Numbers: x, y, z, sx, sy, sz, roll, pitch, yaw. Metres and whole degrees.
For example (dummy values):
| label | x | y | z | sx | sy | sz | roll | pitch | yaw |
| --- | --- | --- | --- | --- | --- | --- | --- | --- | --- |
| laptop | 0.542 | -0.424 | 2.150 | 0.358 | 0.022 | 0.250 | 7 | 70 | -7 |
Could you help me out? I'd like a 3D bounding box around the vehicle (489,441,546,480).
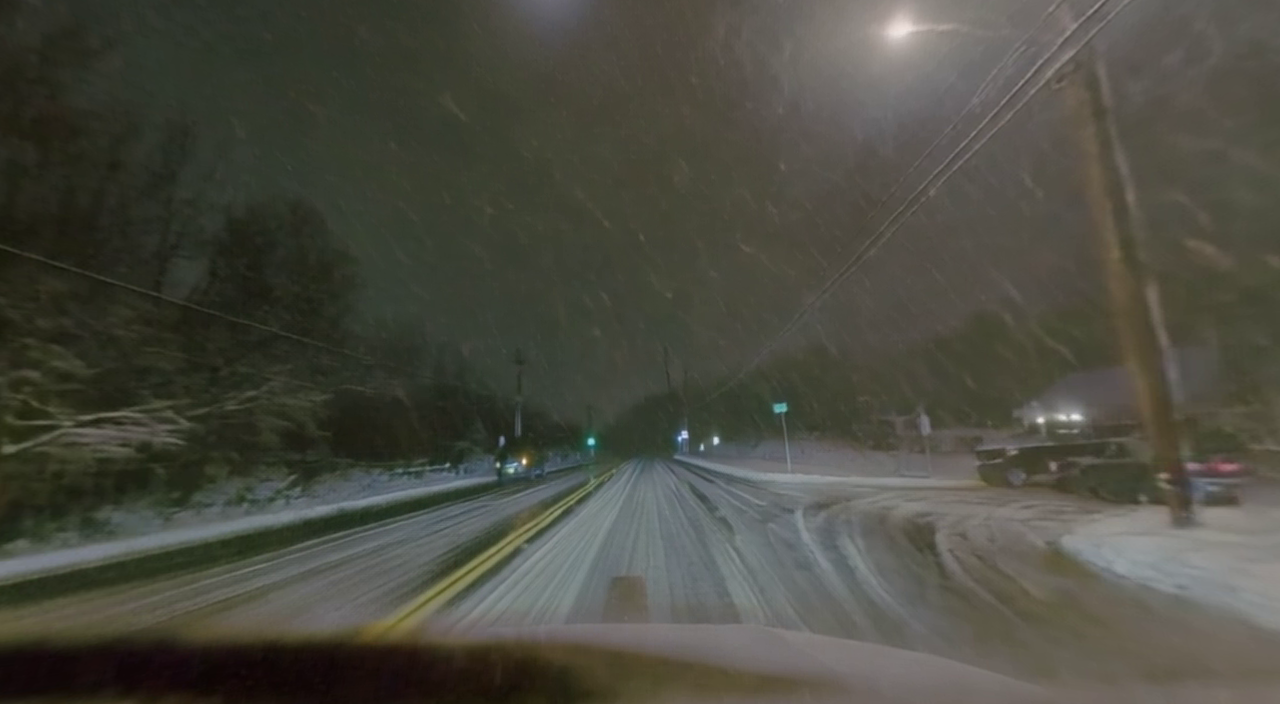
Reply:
| label | x | y | z | sx | sy | sz | roll | pitch | yaw |
| --- | --- | --- | --- | --- | --- | --- | --- | --- | --- |
| vehicle | -6.220 | 5.593 | 32.478 | 1.992 | 1.797 | 4.372 | -2 | -10 | 1 |
